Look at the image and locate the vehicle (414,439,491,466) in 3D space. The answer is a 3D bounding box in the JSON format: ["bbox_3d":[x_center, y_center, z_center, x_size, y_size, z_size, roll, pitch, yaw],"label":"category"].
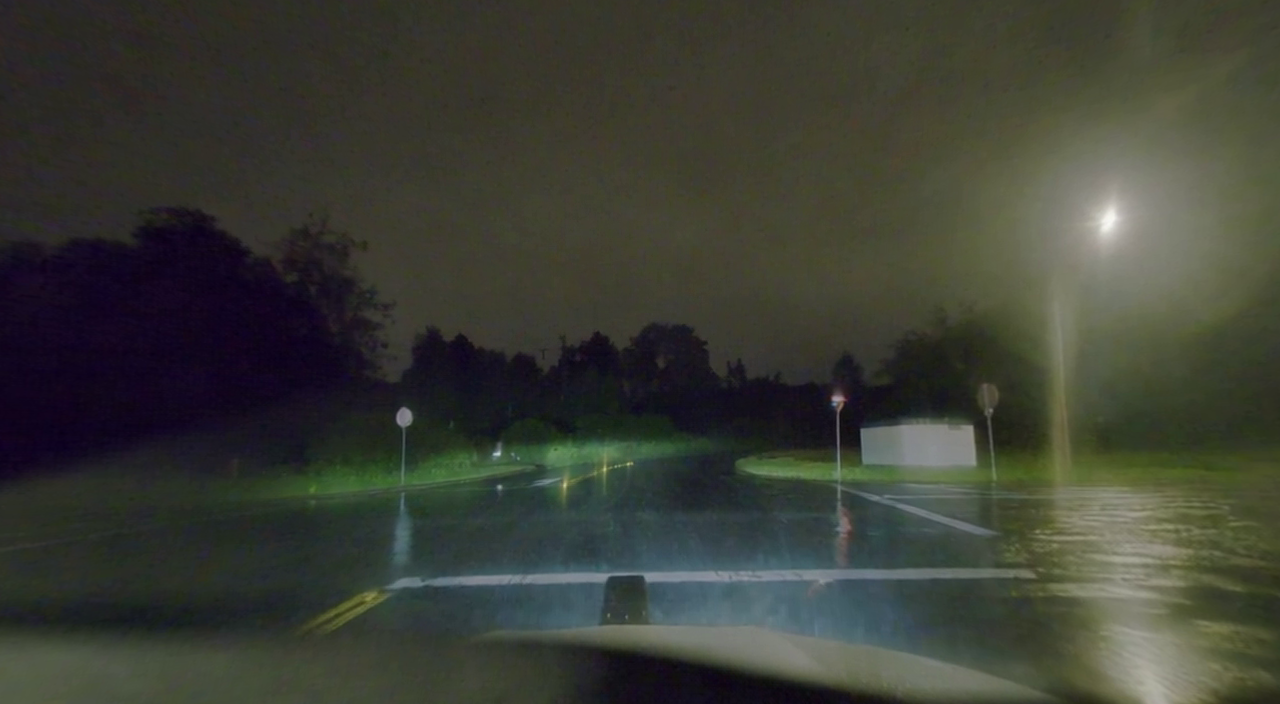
[{"bbox_3d":[-12.668,6.810,42.766,4.590,1.735,1.973,-1,-8,3],"label":"vehicle"}]
